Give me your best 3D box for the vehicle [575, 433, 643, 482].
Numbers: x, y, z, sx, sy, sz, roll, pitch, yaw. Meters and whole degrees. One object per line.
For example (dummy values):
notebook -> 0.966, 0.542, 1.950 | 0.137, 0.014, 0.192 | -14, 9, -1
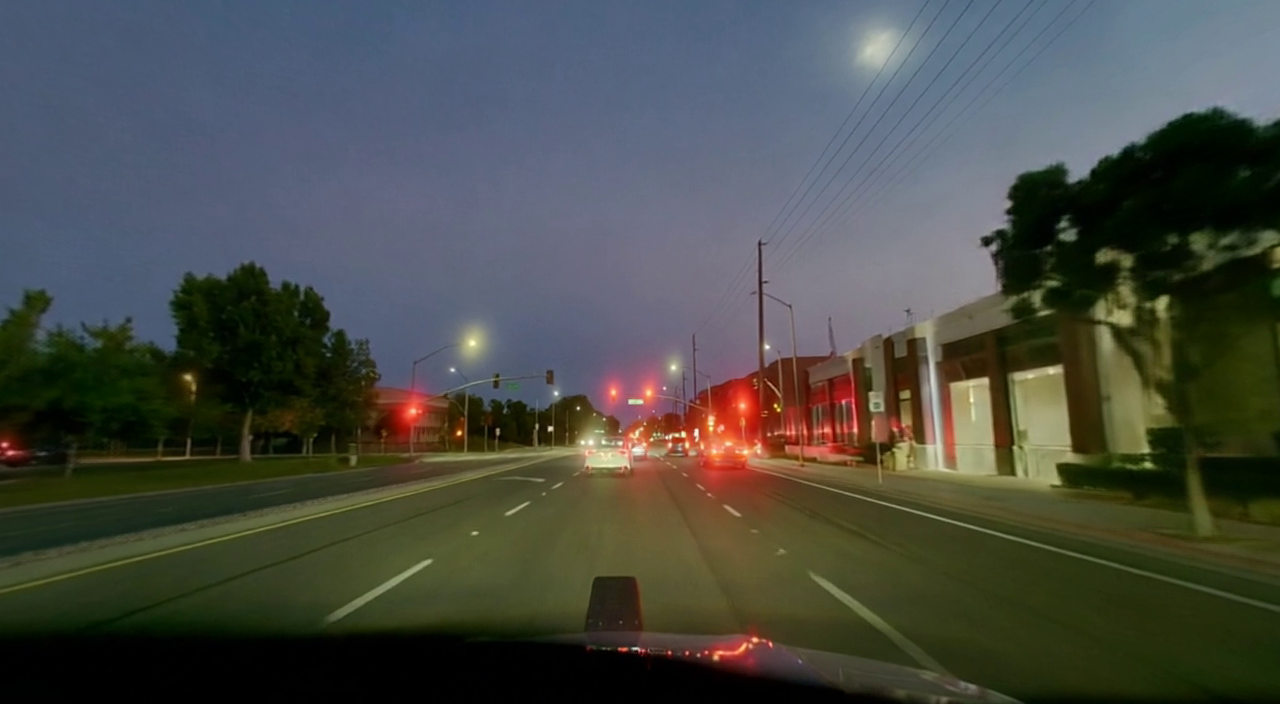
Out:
vehicle -> -0.960, 3.497, 21.187 | 2.075, 1.470, 3.962 | 0, -8, 0
